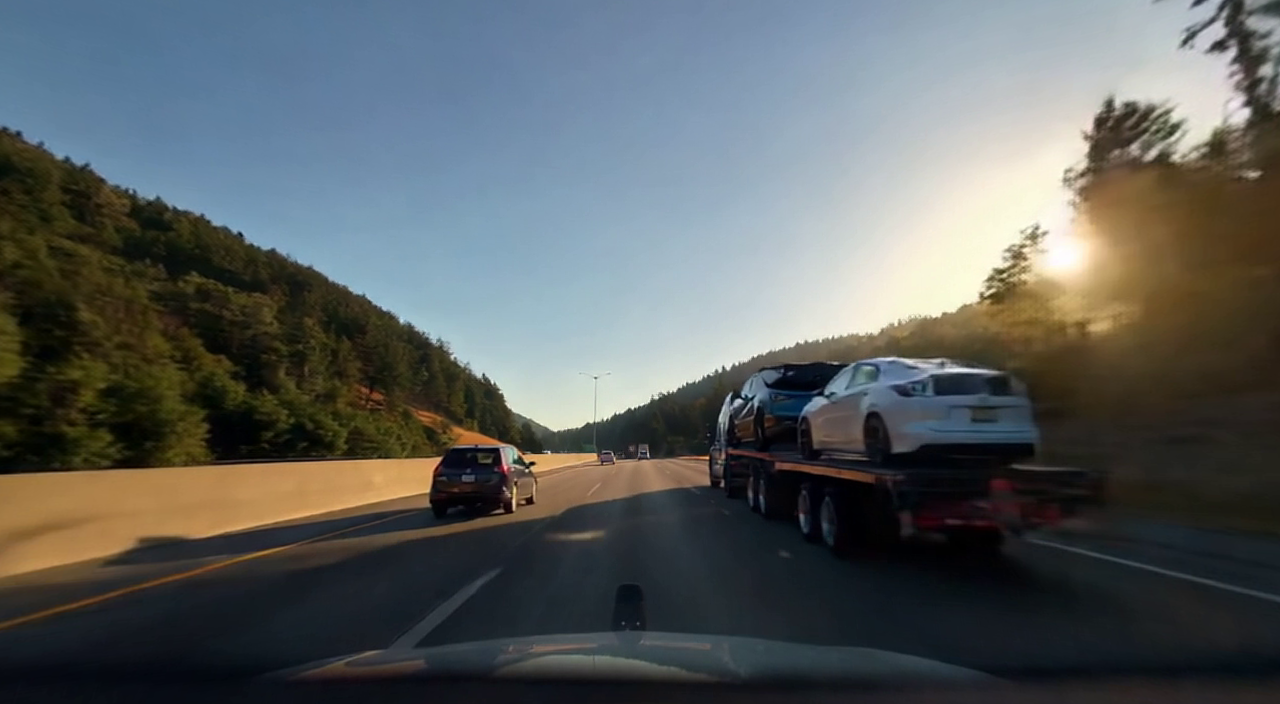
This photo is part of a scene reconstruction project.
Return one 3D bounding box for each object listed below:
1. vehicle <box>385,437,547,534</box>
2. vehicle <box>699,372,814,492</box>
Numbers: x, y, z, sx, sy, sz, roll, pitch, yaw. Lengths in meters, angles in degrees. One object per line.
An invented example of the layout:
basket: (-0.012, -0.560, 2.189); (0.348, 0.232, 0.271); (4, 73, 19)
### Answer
vehicle: (-3.127, 2.482, 12.296); (1.944, 1.548, 4.051); (0, -9, 1)
vehicle: (4.035, 3.015, 23.354); (3.016, 3.891, 5.767); (0, -9, -1)
